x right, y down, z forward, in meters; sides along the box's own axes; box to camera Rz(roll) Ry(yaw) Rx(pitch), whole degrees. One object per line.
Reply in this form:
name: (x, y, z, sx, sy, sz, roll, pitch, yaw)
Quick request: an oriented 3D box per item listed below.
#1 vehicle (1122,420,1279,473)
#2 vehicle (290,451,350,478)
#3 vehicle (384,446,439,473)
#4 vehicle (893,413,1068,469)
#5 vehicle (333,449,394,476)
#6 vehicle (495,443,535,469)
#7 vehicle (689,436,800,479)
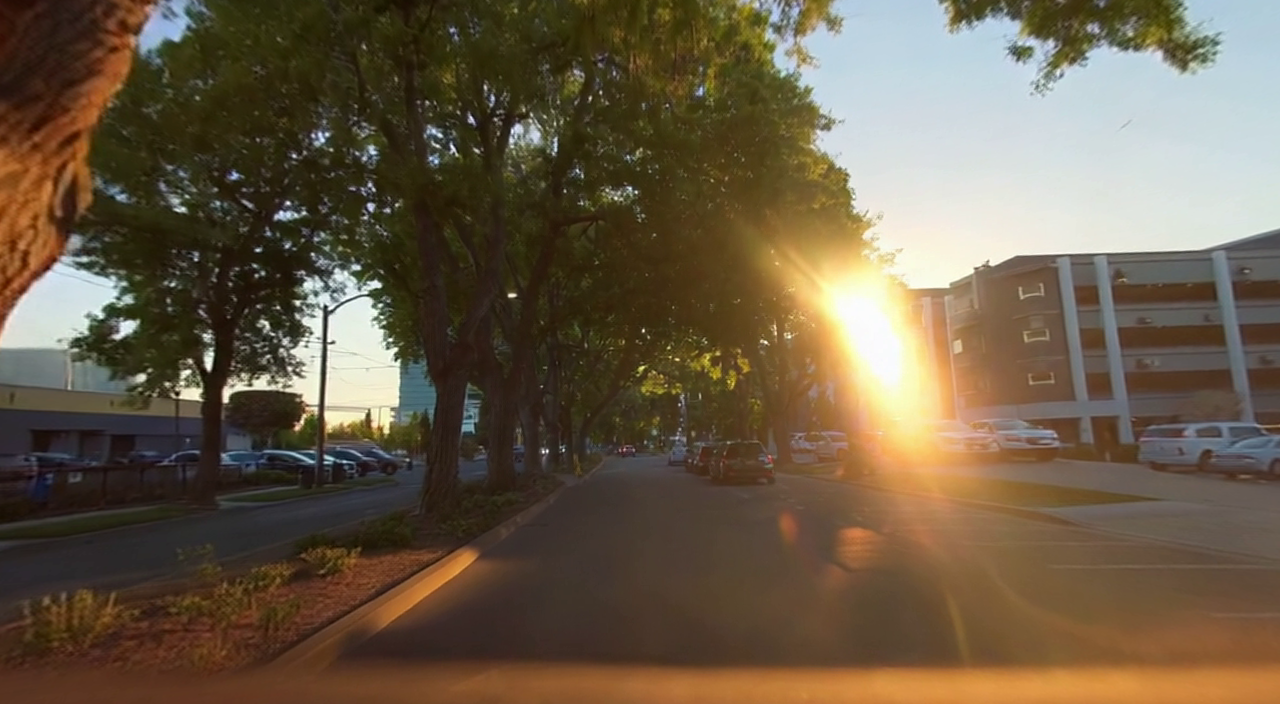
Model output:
vehicle: (25.141, 4.193, 28.116, 5.596, 2.168, 2.307, 2, -7, -5)
vehicle: (-20.848, 7.324, 41.287, 1.880, 1.617, 3.870, 0, -8, 0)
vehicle: (-15.010, 7.055, 41.697, 1.888, 1.657, 4.138, -1, -8, 3)
vehicle: (13.230, 3.495, 24.822, 5.540, 2.045, 2.259, 0, -8, -3)
vehicle: (-17.854, 7.127, 40.960, 1.850, 1.531, 4.256, 0, -8, 3)
vehicle: (-8.539, 7.134, 43.514, 1.993, 1.640, 4.457, 0, -8, -2)
vehicle: (4.577, 4.557, 27.499, 4.626, 1.723, 1.939, 5, -10, -33)
